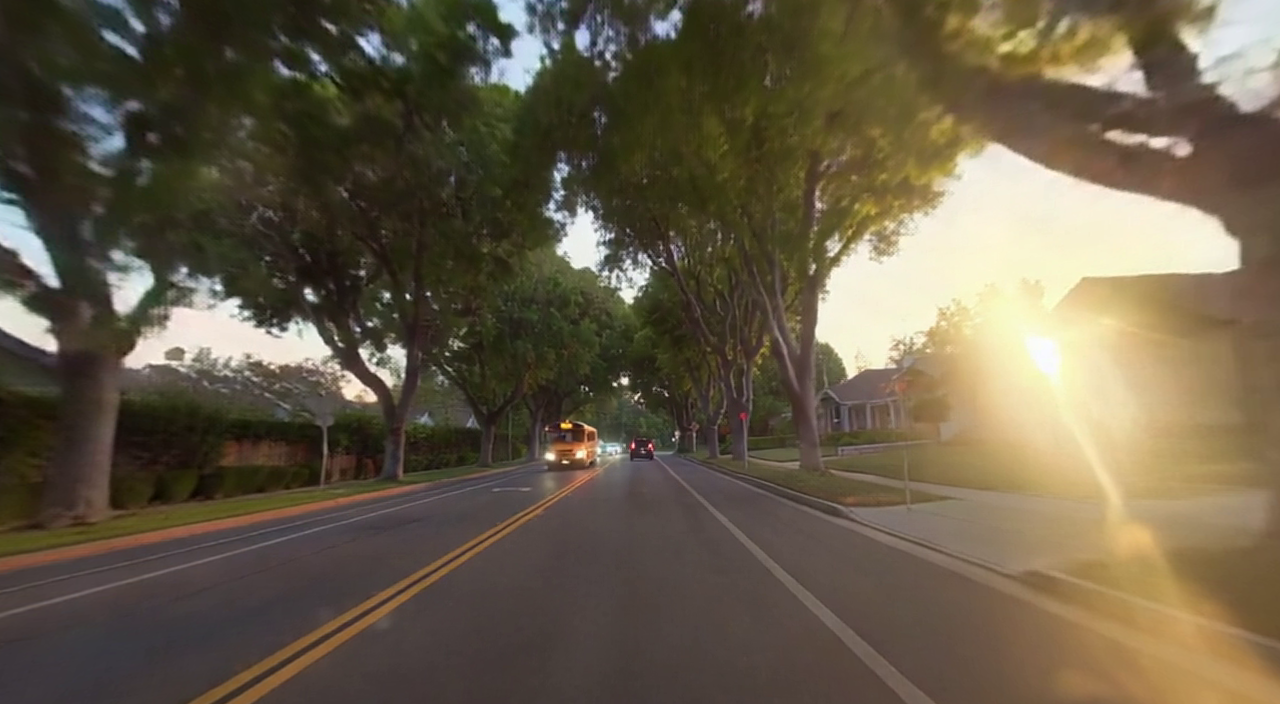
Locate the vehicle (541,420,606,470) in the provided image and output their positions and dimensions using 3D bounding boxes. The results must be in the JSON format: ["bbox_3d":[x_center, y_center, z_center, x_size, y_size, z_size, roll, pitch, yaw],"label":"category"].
[{"bbox_3d":[-4.028,5.962,40.450,2.966,2.818,9.113,0,-8,2],"label":"vehicle"}]
